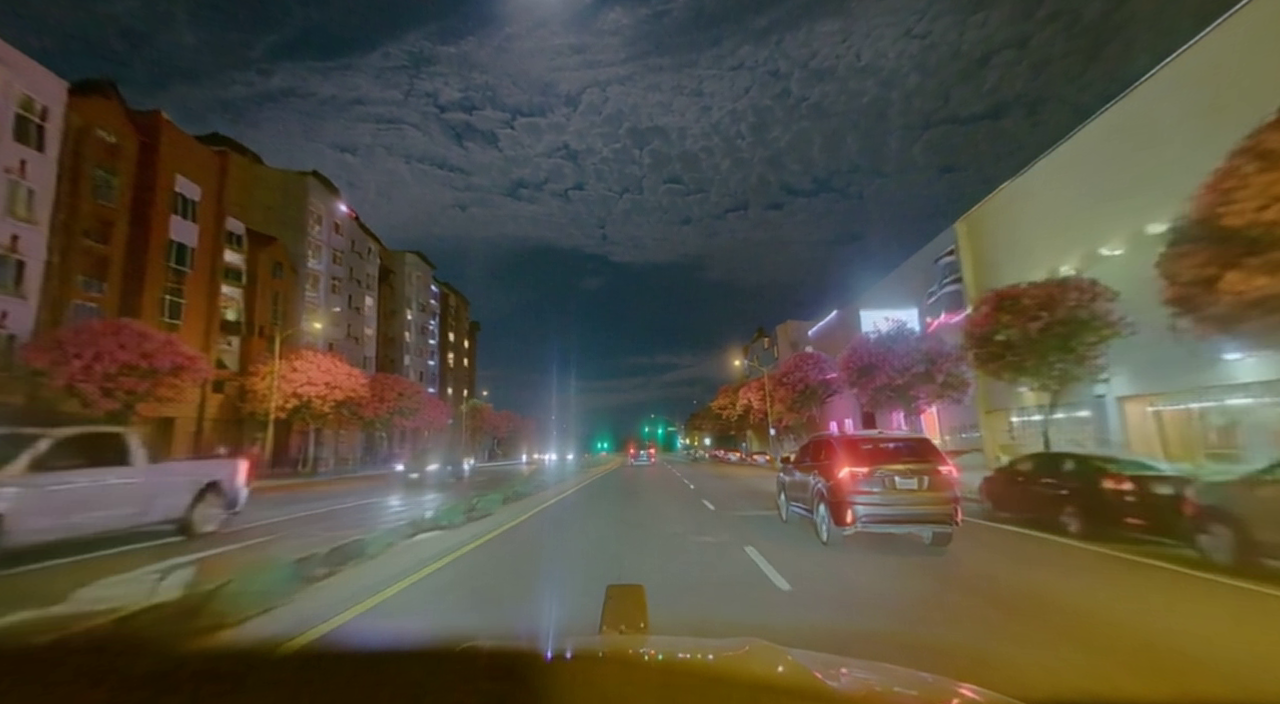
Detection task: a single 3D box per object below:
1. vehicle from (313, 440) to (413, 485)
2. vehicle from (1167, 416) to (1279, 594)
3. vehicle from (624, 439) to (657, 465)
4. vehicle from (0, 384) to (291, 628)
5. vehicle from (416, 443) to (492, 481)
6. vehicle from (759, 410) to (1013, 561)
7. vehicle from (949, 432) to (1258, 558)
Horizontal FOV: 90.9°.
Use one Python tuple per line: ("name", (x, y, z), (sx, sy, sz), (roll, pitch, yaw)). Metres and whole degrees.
("vehicle", (-11.738, 4.688, 27.133), (2.021, 1.730, 4.866), (0, -8, 1))
("vehicle", (7.198, 1.340, 5.095), (2.022, 1.714, 4.550), (0, -8, 2))
("vehicle", (0.070, 7.225, 45.635), (2.244, 1.813, 4.129), (0, -8, 1))
("vehicle", (-5.717, 1.327, 6.022), (2.034, 1.771, 4.795), (-1, -7, 0))
("vehicle", (-7.930, 4.725, 27.330), (1.931, 1.491, 4.026), (0, -8, 2))
("vehicle", (3.314, 1.894, 9.714), (2.071, 1.747, 4.549), (0, -8, 0))
("vehicle", (7.309, 2.197, 10.749), (1.865, 1.576, 4.651), (1, -7, 2))
